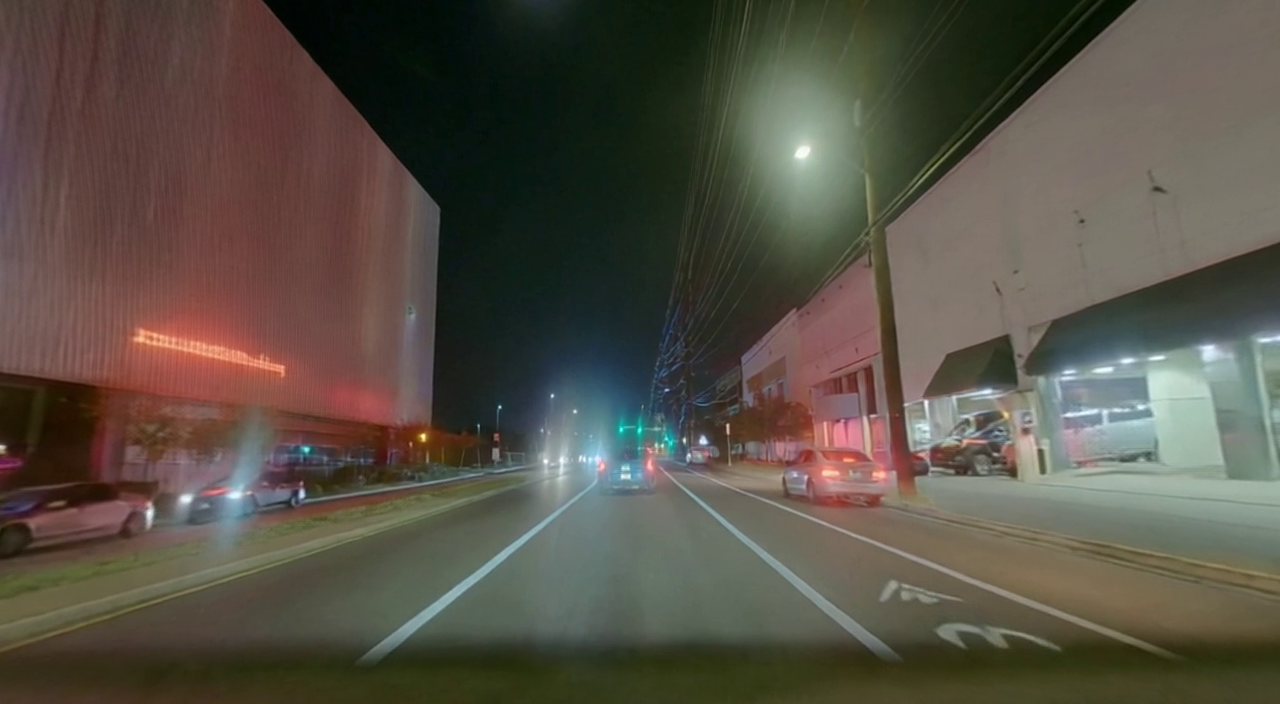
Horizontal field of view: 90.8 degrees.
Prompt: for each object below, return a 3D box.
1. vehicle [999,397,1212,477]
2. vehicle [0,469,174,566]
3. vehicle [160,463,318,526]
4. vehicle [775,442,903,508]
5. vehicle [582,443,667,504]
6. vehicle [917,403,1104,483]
[{"bbox_3d":[14.217,2.720,19.921,2.418,2.139,5.365,0,-9,-2],"label":"vehicle"},{"bbox_3d":[-11.683,3.119,12.400,1.828,1.457,4.371,0,-9,-2],"label":"vehicle"},{"bbox_3d":[-11.503,4.080,18.539,1.817,1.480,4.282,0,-9,0],"label":"vehicle"},{"bbox_3d":[5.220,3.266,17.302,1.937,1.523,4.541,0,-9,-1],"label":"vehicle"},{"bbox_3d":[-0.397,3.335,17.803,2.116,1.479,3.980,0,-8,0],"label":"vehicle"},{"bbox_3d":[11.217,2.872,19.886,2.329,2.145,5.841,0,-8,0],"label":"vehicle"}]
